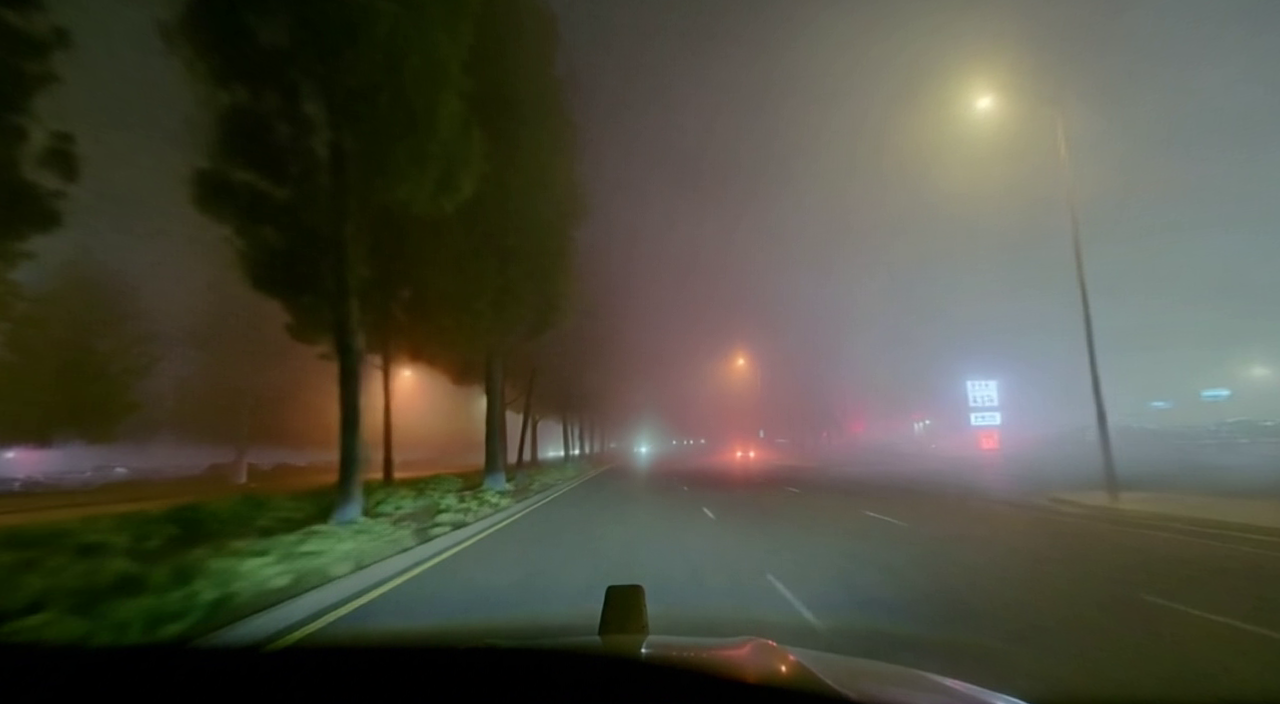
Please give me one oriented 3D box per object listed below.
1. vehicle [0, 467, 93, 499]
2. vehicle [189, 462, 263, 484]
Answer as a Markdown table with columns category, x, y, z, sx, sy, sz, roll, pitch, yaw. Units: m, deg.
| category | x | y | z | sx | sy | sz | roll | pitch | yaw |
| --- | --- | --- | --- | --- | --- | --- | --- | --- | --- |
| vehicle | -31.608 | 6.750 | 32.546 | 4.622 | 1.466 | 1.842 | 4 | -10 | -27 |
| vehicle | -31.161 | 9.094 | 47.582 | 4.320 | 1.463 | 1.827 | 4 | -9 | -25 |
